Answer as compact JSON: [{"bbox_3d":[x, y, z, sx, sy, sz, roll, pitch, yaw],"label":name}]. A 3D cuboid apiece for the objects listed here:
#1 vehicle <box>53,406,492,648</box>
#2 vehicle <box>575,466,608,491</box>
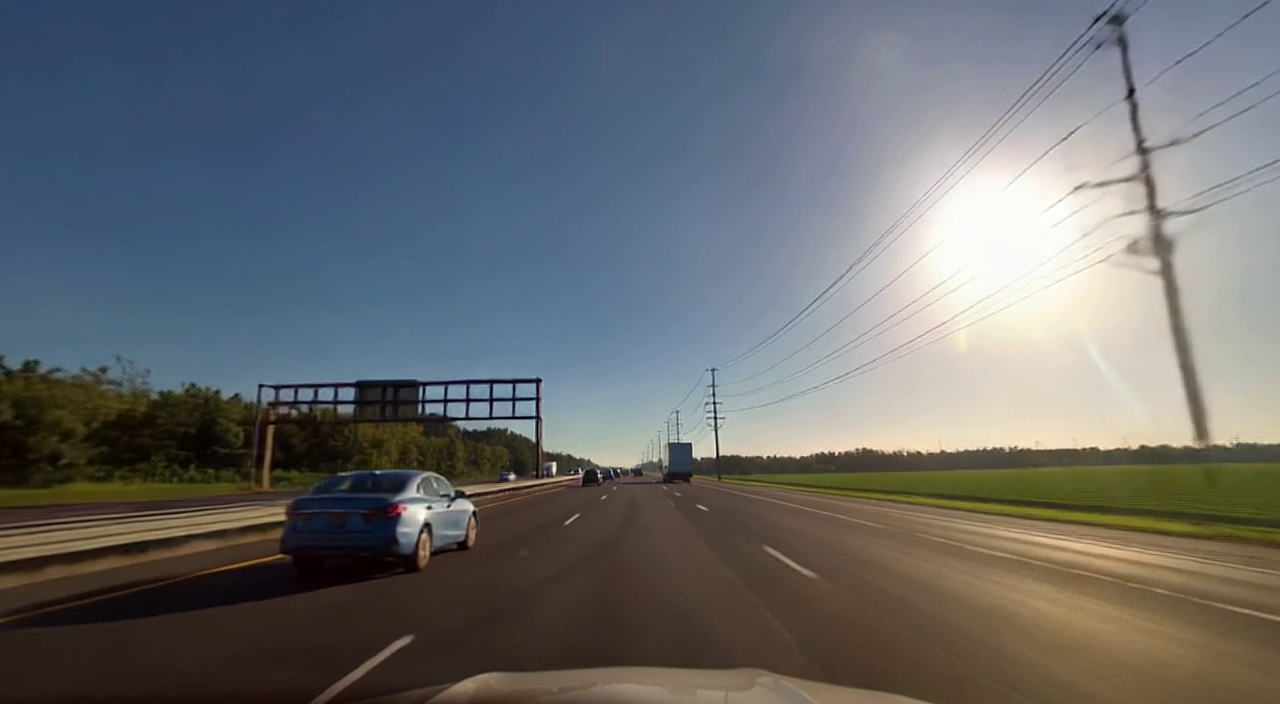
[{"bbox_3d":[-3.193,1.684,6.872,2.065,1.722,4.441,1,-11,0],"label":"vehicle"},{"bbox_3d":[-3.289,8.683,43.390,1.942,1.597,3.943,1,-11,0],"label":"vehicle"}]
